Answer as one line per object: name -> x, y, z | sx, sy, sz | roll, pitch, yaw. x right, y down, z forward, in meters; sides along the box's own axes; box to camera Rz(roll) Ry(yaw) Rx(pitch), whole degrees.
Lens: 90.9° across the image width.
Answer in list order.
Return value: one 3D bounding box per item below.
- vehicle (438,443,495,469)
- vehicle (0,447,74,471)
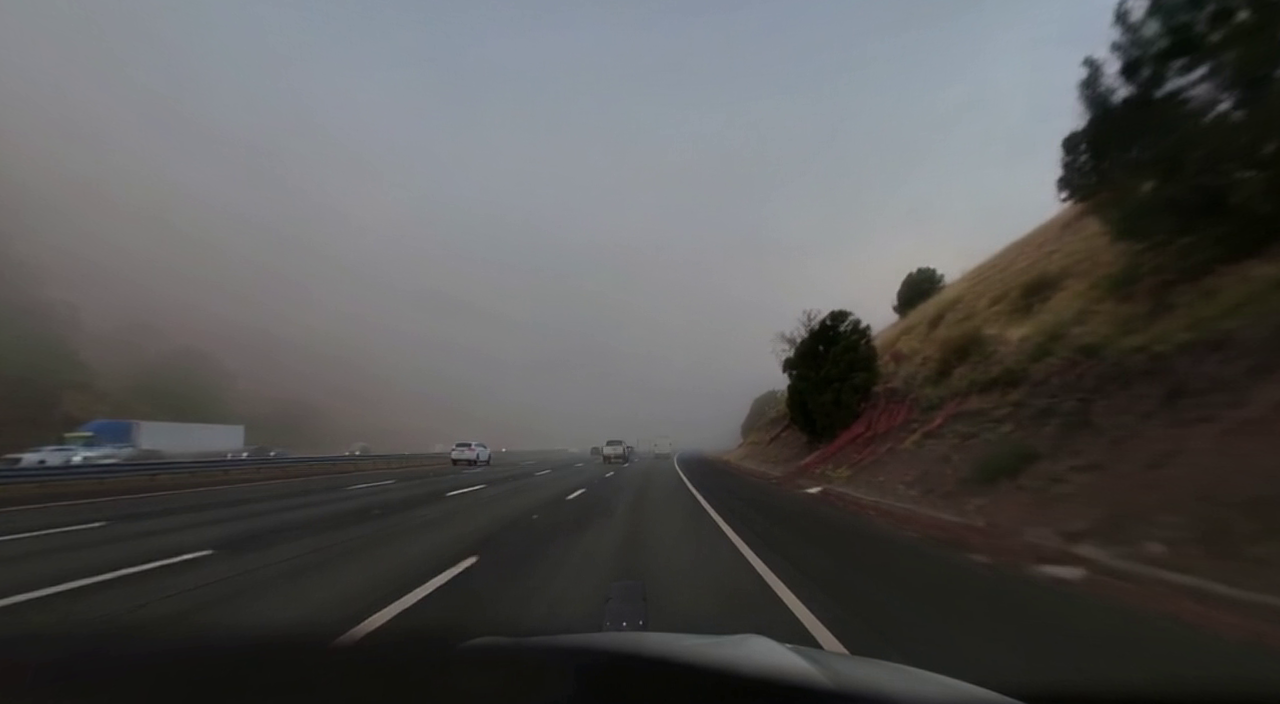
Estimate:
vehicle -> -10.131, 6.103, 37.188 | 1.927, 1.454, 4.395 | 0, -8, 3
vehicle -> -42.032, 7.286, 43.242 | 1.722, 1.465, 4.952 | 0, -8, 3
